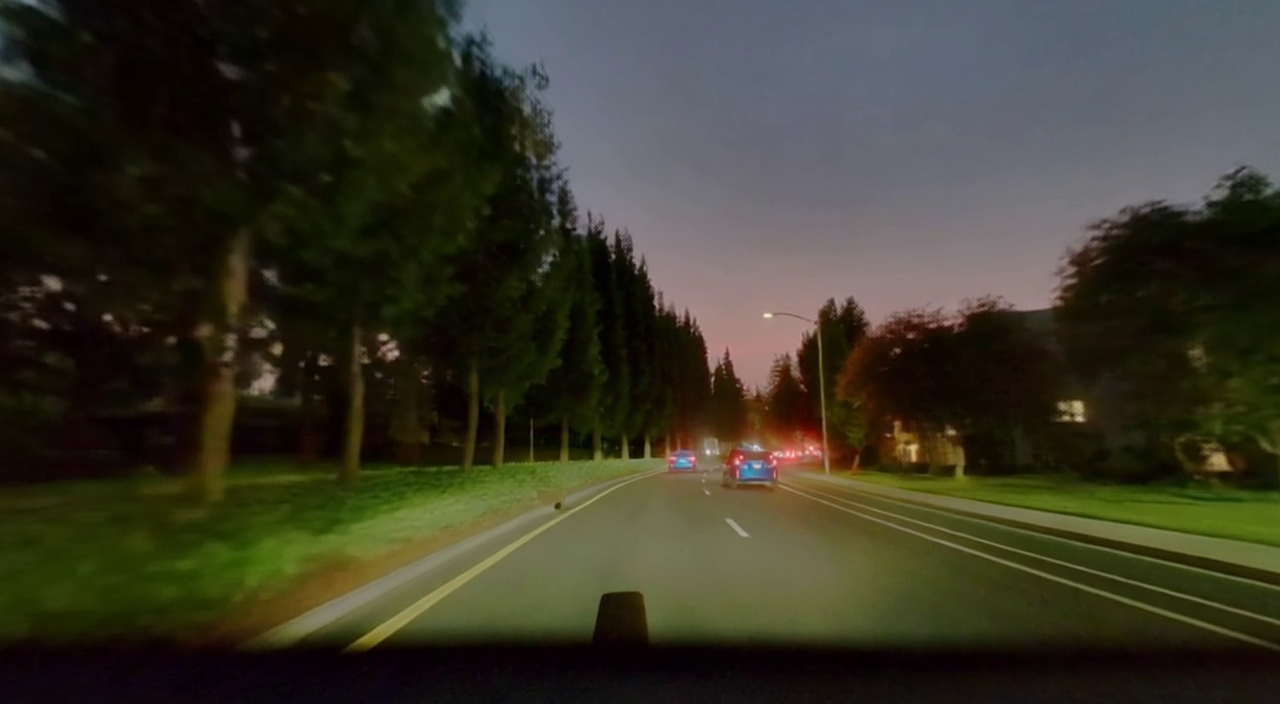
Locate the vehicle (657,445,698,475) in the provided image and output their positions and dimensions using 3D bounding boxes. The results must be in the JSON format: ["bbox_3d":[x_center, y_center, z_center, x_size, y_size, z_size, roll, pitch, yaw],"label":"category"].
[{"bbox_3d":[2.456,6.856,40.139,2.251,1.822,4.391,-1,-9,8],"label":"vehicle"}]

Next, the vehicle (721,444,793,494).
[{"bbox_3d":[4.253,4.275,23.449,1.971,1.663,4.287,0,-9,2],"label":"vehicle"}]
